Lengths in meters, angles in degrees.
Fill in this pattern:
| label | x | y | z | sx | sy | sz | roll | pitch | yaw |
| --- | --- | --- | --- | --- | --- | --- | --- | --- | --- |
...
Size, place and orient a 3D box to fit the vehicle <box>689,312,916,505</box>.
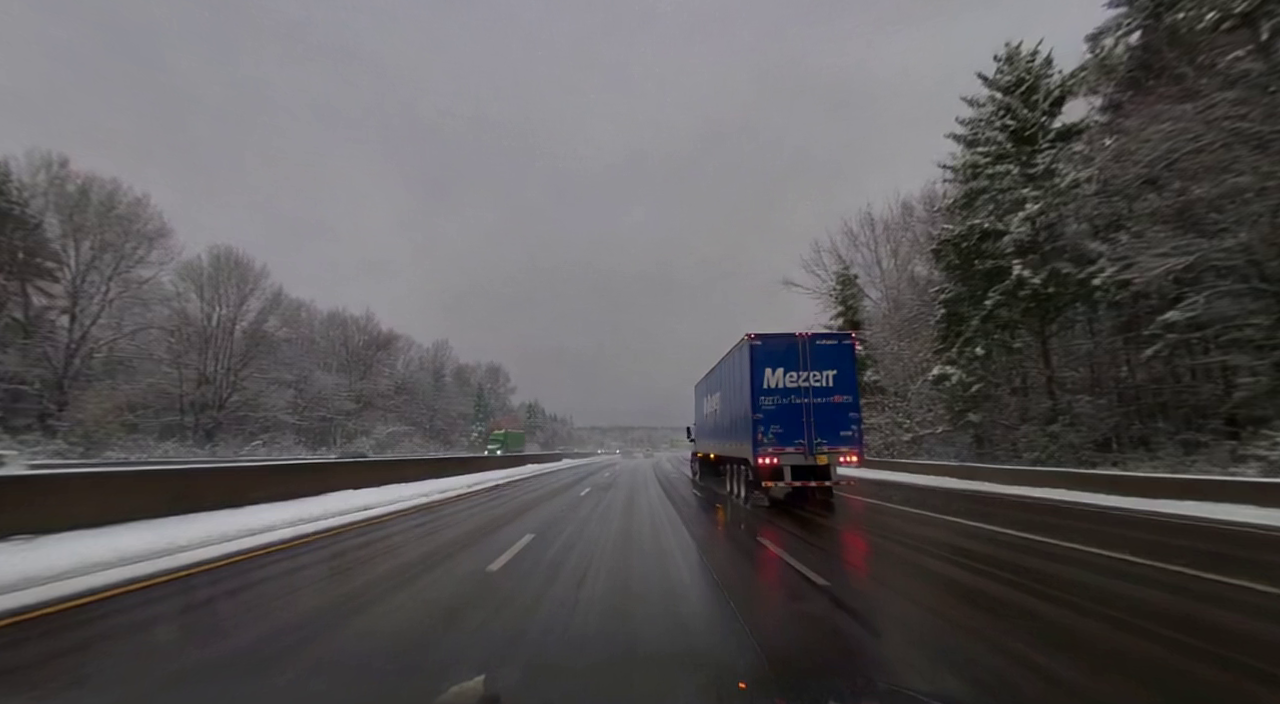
| label | x | y | z | sx | sy | sz | roll | pitch | yaw |
| --- | --- | --- | --- | --- | --- | --- | --- | --- | --- |
| vehicle | 3.899 | 2.385 | 20.990 | 3.003 | 3.880 | 16.814 | 0 | -9 | 0 |
